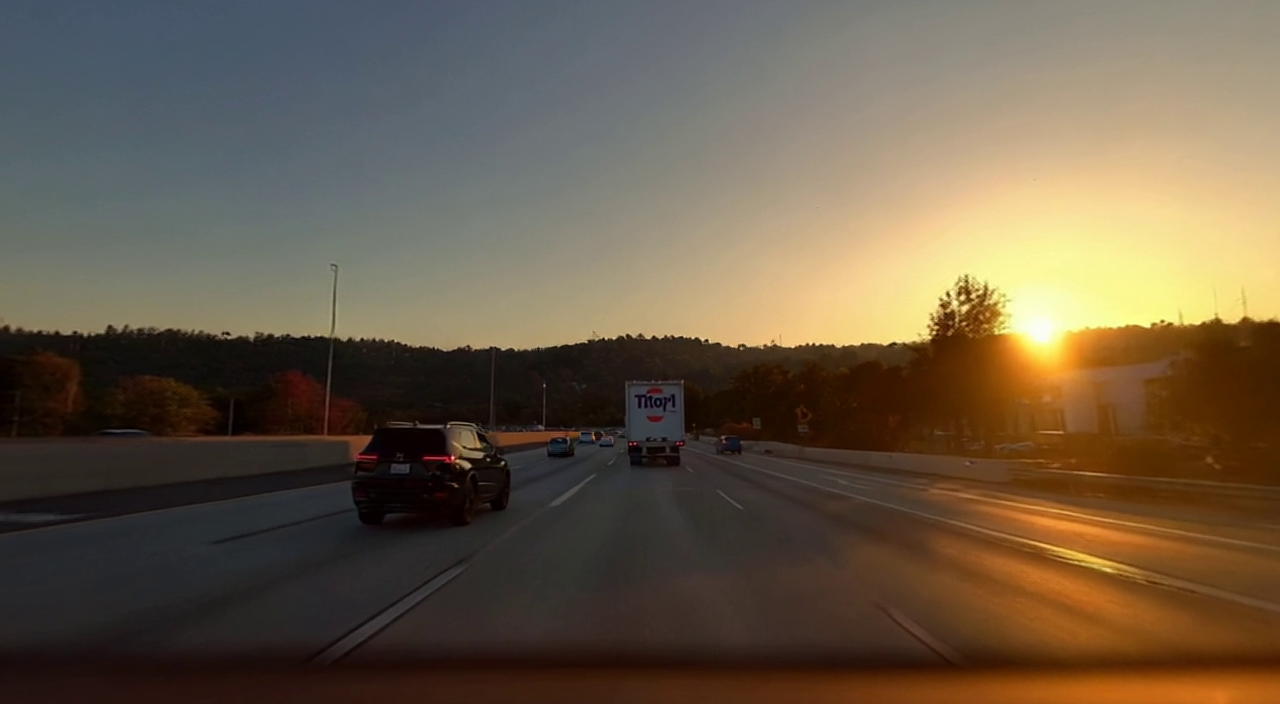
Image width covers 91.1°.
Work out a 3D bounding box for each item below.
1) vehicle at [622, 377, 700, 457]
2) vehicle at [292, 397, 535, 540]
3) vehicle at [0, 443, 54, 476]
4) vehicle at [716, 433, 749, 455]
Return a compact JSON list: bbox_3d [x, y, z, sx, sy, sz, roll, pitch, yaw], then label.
[{"bbox_3d":[1.730,4.137,39.797,3.657,4.173,13.731,-1,-6,7],"label":"vehicle"},{"bbox_3d":[-3.337,1.863,10.601,2.178,1.826,4.933,0,-8,1],"label":"vehicle"},{"bbox_3d":[-34.817,6.038,35.487,2.261,1.730,4.674,7,-11,-42],"label":"vehicle"},{"bbox_3d":[7.297,7.333,49.891,1.958,1.681,4.109,0,-8,-1],"label":"vehicle"}]
